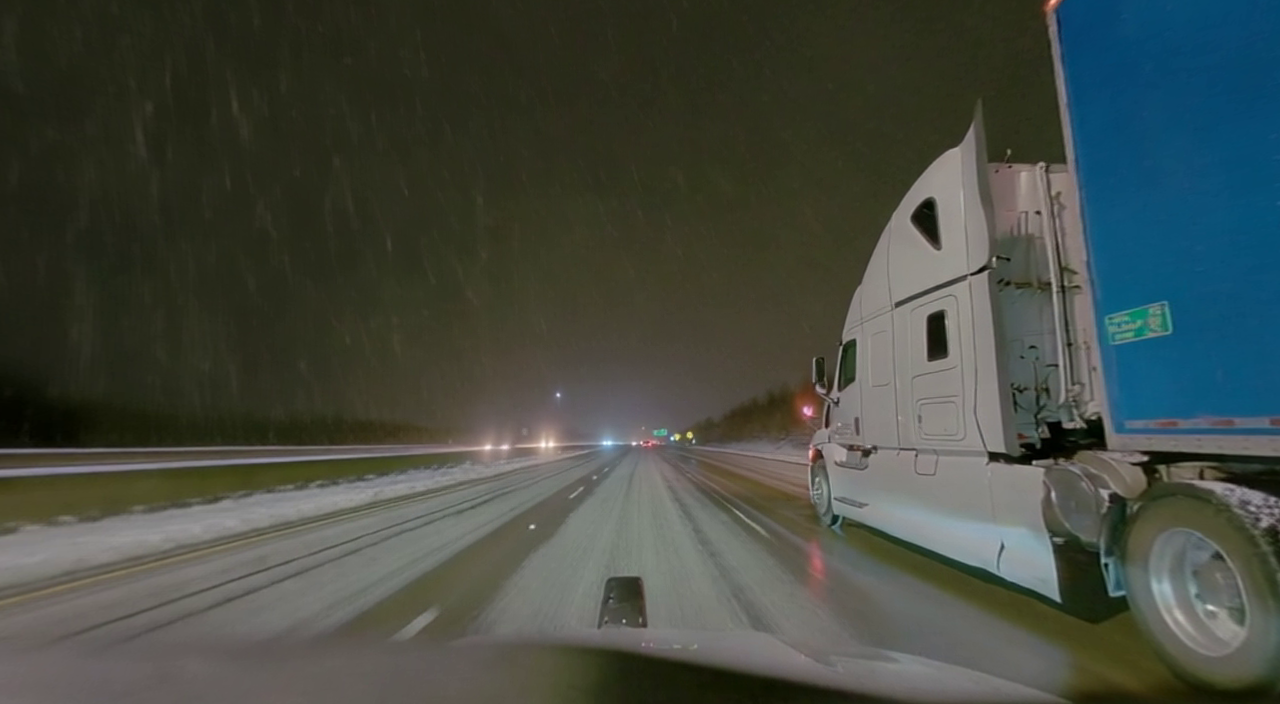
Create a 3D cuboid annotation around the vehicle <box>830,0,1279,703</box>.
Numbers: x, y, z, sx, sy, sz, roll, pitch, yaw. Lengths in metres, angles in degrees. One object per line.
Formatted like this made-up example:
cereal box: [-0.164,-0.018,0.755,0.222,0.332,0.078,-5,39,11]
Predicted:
vehicle: [3.626,-0.242,2.356,3.012,3.768,8.945,0,-8,0]
